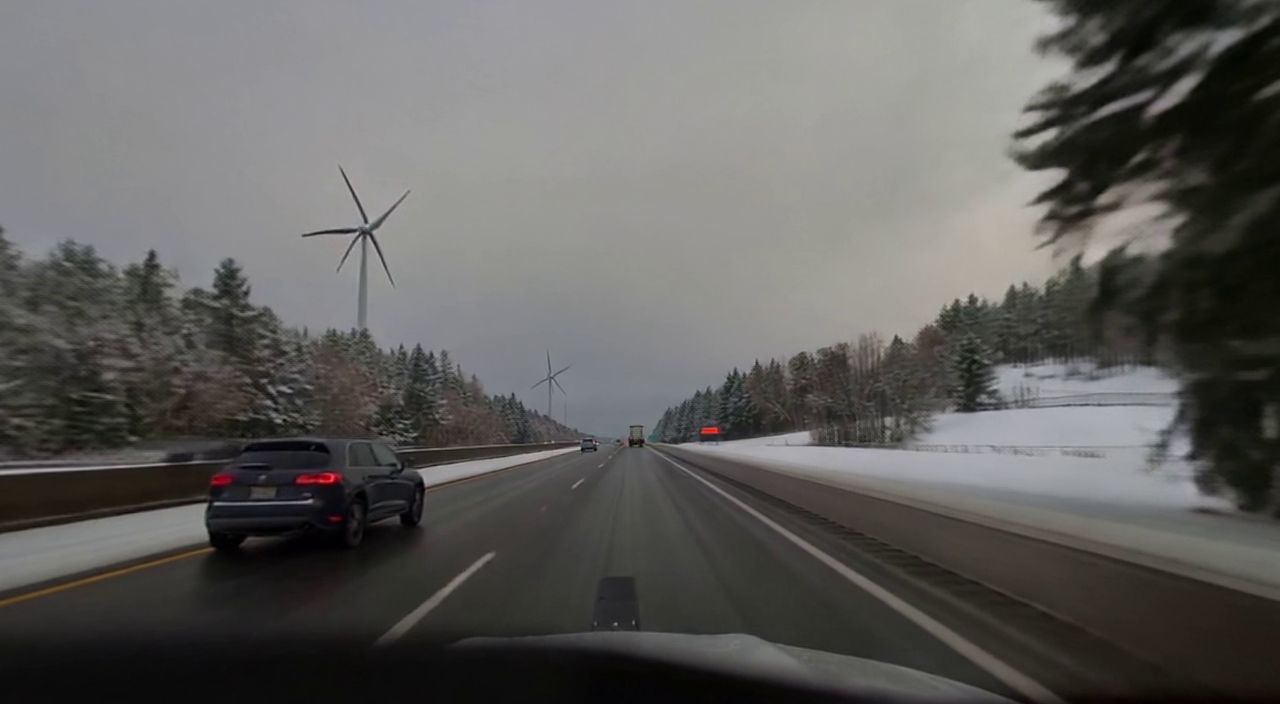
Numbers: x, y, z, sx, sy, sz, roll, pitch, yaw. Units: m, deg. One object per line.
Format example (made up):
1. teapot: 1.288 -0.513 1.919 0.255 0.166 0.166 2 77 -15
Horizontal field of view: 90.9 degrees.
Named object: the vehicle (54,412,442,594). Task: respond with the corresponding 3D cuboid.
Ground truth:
1. vehicle: -3.917 1.533 7.313 1.950 1.511 3.965 0 -8 0
